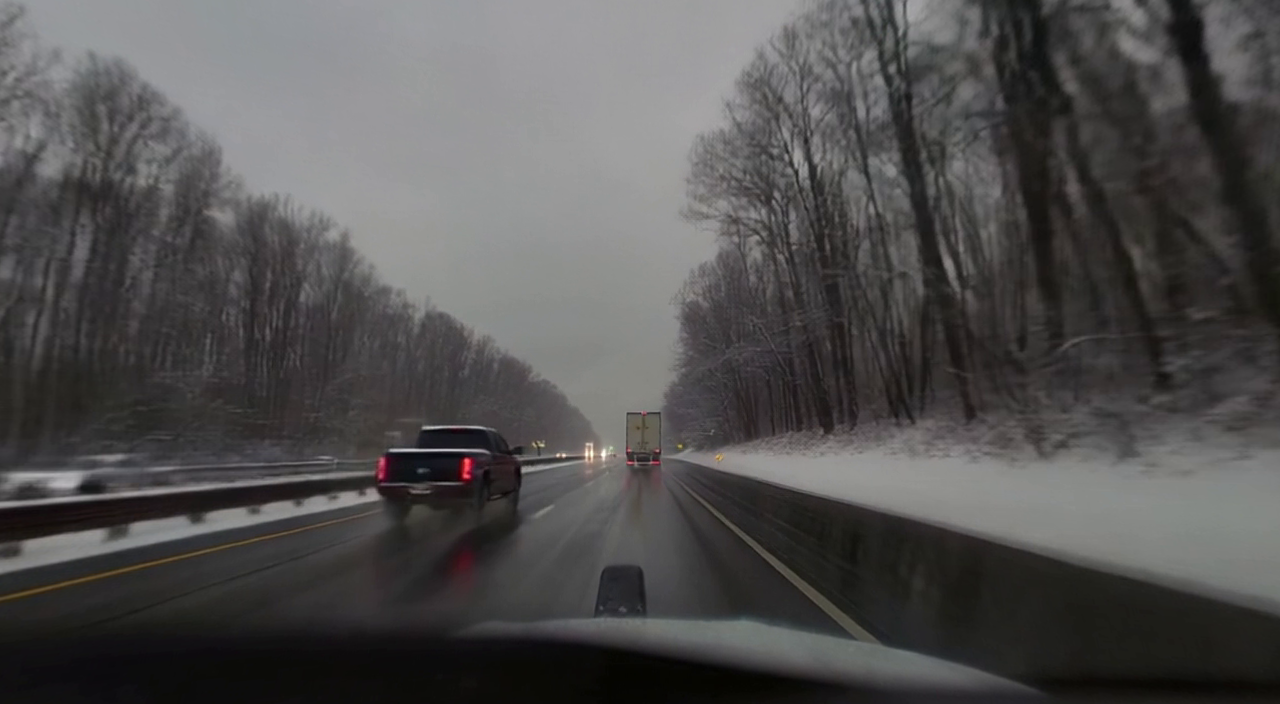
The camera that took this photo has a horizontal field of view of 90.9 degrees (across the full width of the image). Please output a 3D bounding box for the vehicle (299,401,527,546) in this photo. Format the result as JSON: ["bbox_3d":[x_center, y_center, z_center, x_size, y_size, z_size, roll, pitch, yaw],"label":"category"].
[{"bbox_3d":[-3.903,2.245,12.296,2.283,2.156,5.546,0,-9,1],"label":"vehicle"}]

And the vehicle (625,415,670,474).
[{"bbox_3d":[0.578,7.123,48.215,3.024,3.965,10.399,0,-9,1],"label":"vehicle"}]

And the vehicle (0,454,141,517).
[{"bbox_3d":[-17.131,3.686,17.837,2.044,1.523,4.787,0,-9,0],"label":"vehicle"}]
